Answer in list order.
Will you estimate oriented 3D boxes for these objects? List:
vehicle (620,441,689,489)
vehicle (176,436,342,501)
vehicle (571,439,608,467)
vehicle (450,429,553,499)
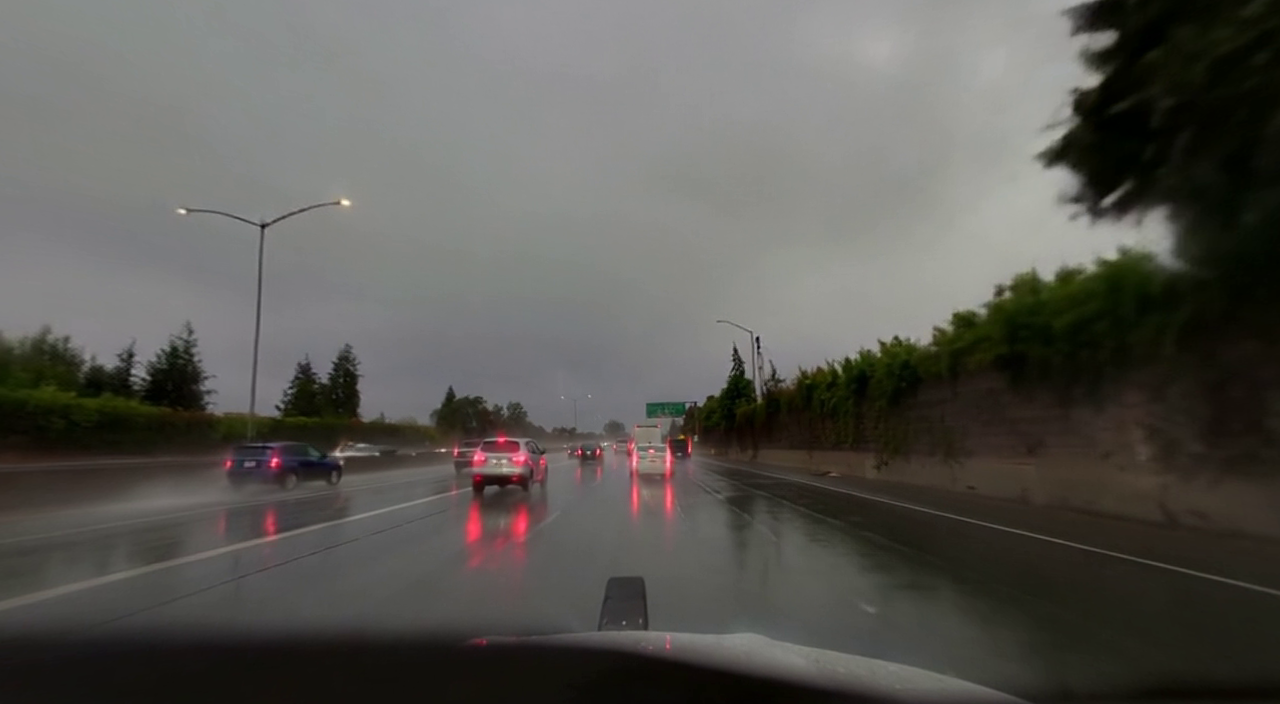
[{"bbox_3d":[0.441,3.717,21.088,2.054,1.421,4.090,0,-8,0],"label":"vehicle"},{"bbox_3d":[-10.588,3.245,18.000,1.941,1.602,4.277,0,-8,2],"label":"vehicle"},{"bbox_3d":[-3.146,6.414,40.139,1.897,1.646,4.049,0,-8,1],"label":"vehicle"},{"bbox_3d":[-3.746,3.098,17.854,1.903,1.721,4.210,0,-8,1],"label":"vehicle"}]
